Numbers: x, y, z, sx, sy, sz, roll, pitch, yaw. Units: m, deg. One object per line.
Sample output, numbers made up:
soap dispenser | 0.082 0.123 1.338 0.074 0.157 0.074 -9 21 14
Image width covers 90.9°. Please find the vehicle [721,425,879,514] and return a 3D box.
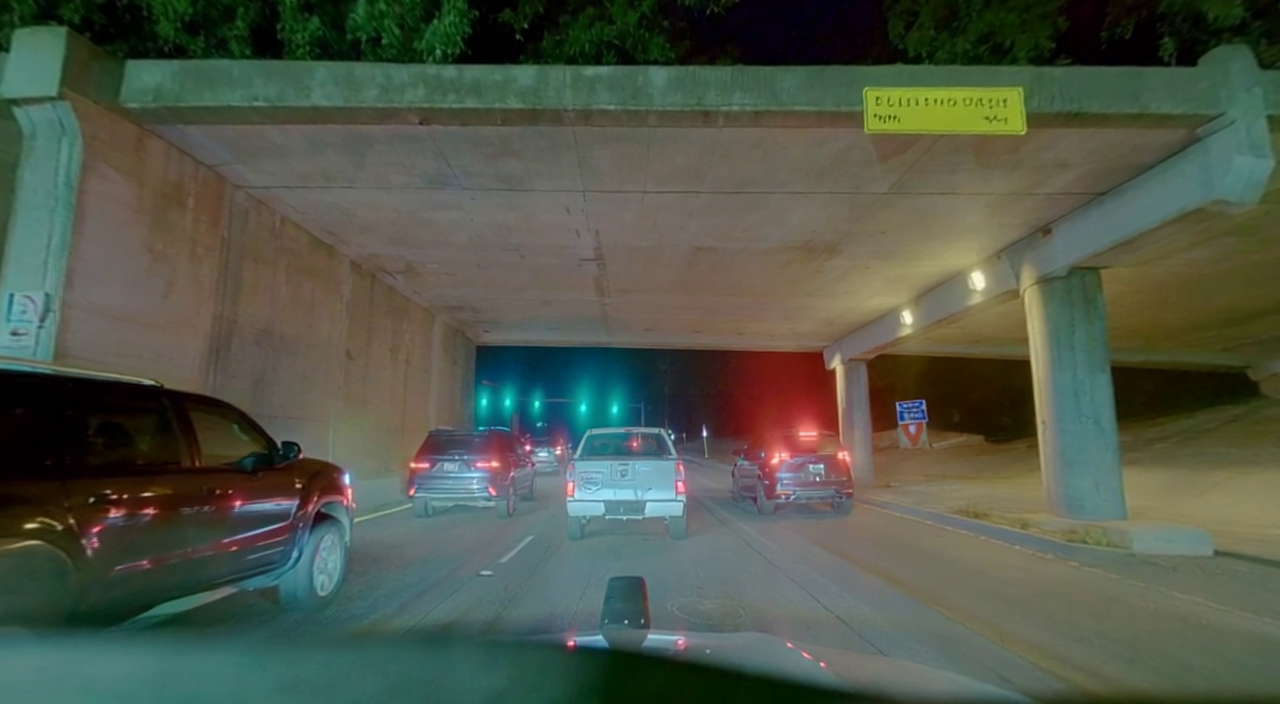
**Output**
vehicle | 3.463 2.681 14.976 2.234 1.720 5.378 0 -8 -1

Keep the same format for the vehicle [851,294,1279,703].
vehicle | 3.686 1.076 4.966 2.401 1.968 4.841 0 -8 1

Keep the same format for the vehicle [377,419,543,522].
vehicle | -3.346 2.294 12.693 2.127 1.720 4.064 0 -8 0

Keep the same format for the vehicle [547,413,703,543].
vehicle | -0.246 1.988 10.488 2.097 1.748 3.794 0 -8 -1

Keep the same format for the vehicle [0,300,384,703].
vehicle | -3.404 0.877 3.373 2.074 1.814 4.596 0 -8 1
